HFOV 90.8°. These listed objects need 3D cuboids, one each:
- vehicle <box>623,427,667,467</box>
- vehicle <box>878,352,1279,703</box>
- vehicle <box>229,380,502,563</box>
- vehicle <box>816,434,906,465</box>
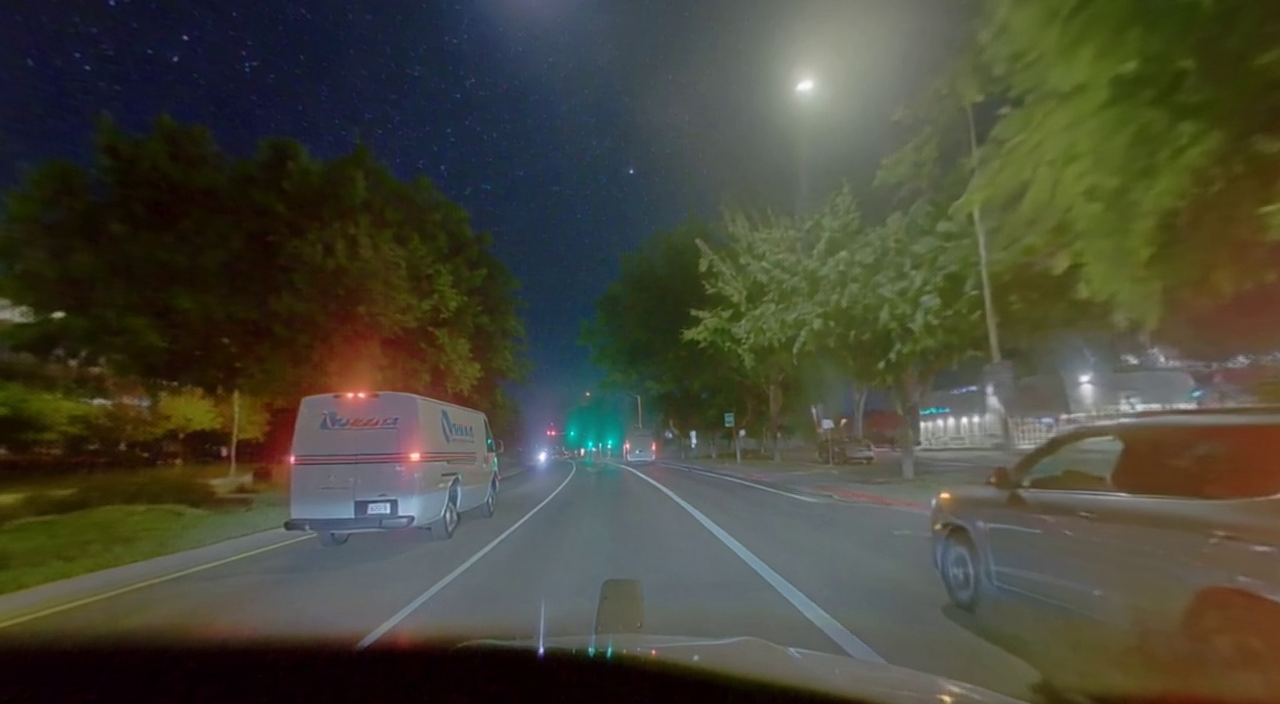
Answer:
[{"bbox_3d":[0.233,6.541,43.429,2.397,2.566,5.324,1,-9,-6],"label":"vehicle"},{"bbox_3d":[3.426,1.038,3.729,2.087,1.658,4.612,0,-9,-2],"label":"vehicle"},{"bbox_3d":[-3.863,1.796,10.095,2.420,2.227,4.499,0,-9,-2],"label":"vehicle"},{"bbox_3d":[12.145,5.363,34.928,4.117,1.627,2.086,1,-9,-5],"label":"vehicle"}]
